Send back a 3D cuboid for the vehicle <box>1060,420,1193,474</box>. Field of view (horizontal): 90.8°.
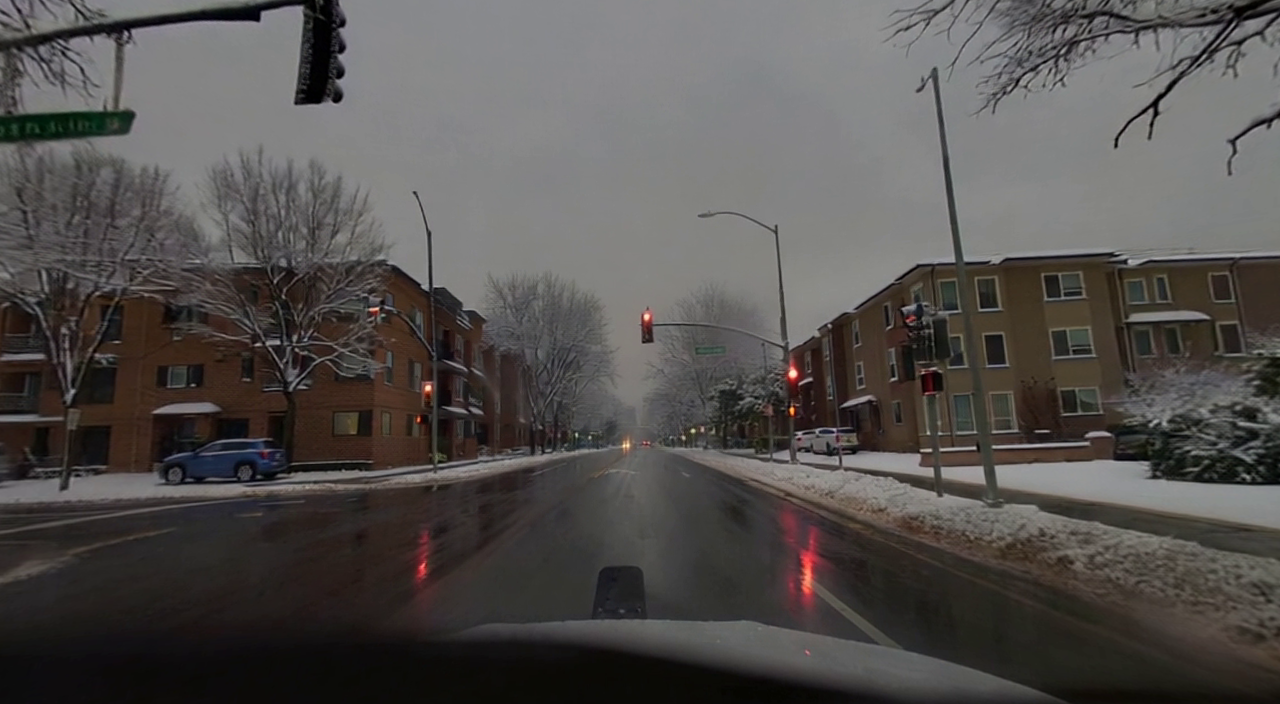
[{"bbox_3d":[17.094,3.373,22.487,2.013,1.722,4.007,-2,-9,10],"label":"vehicle"}]

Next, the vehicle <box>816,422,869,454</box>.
[{"bbox_3d":[11.524,4.957,36.239,1.950,1.714,4.245,-1,-9,5],"label":"vehicle"}]

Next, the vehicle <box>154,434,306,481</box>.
[{"bbox_3d":[-18.963,4.871,29.497,5.468,1.854,2.283,-2,-8,-4],"label":"vehicle"}]
